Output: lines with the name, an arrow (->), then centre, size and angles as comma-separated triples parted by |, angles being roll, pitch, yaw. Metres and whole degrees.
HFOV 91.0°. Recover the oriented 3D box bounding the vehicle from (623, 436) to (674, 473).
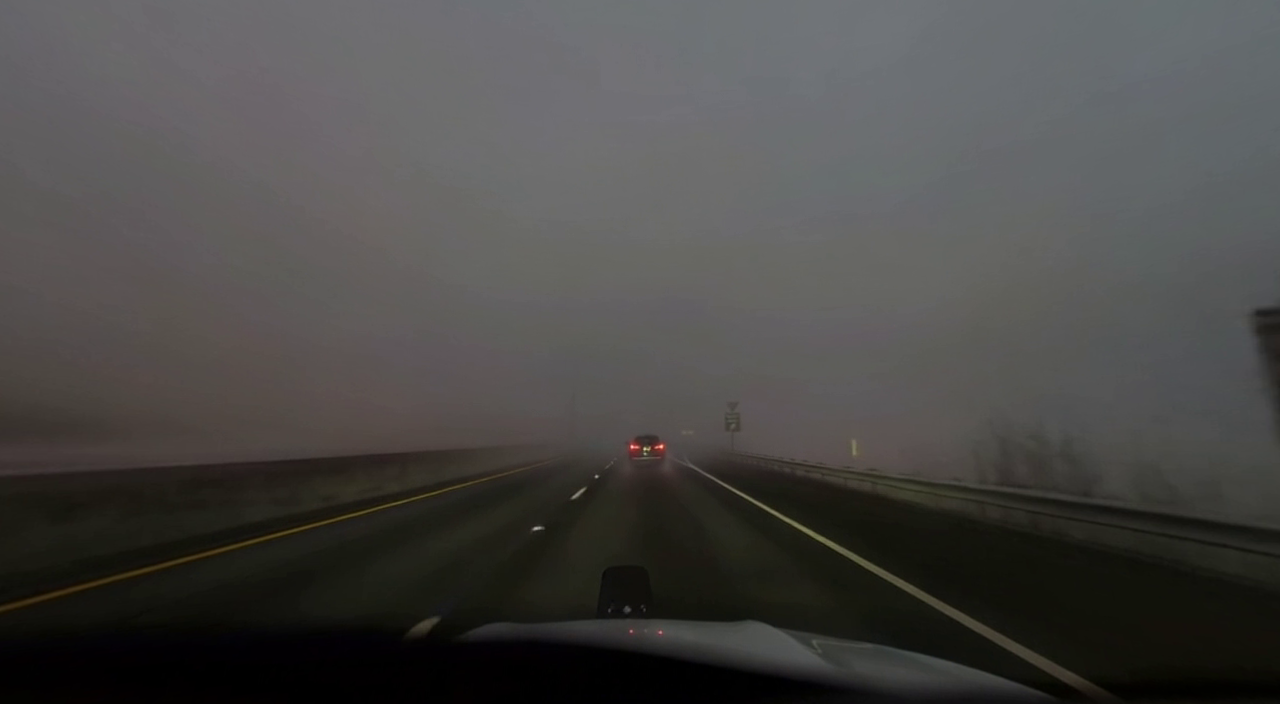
vehicle -> 0.363, 4.528, 27.976 | 2.130, 1.512, 4.057 | 0, -8, 0
